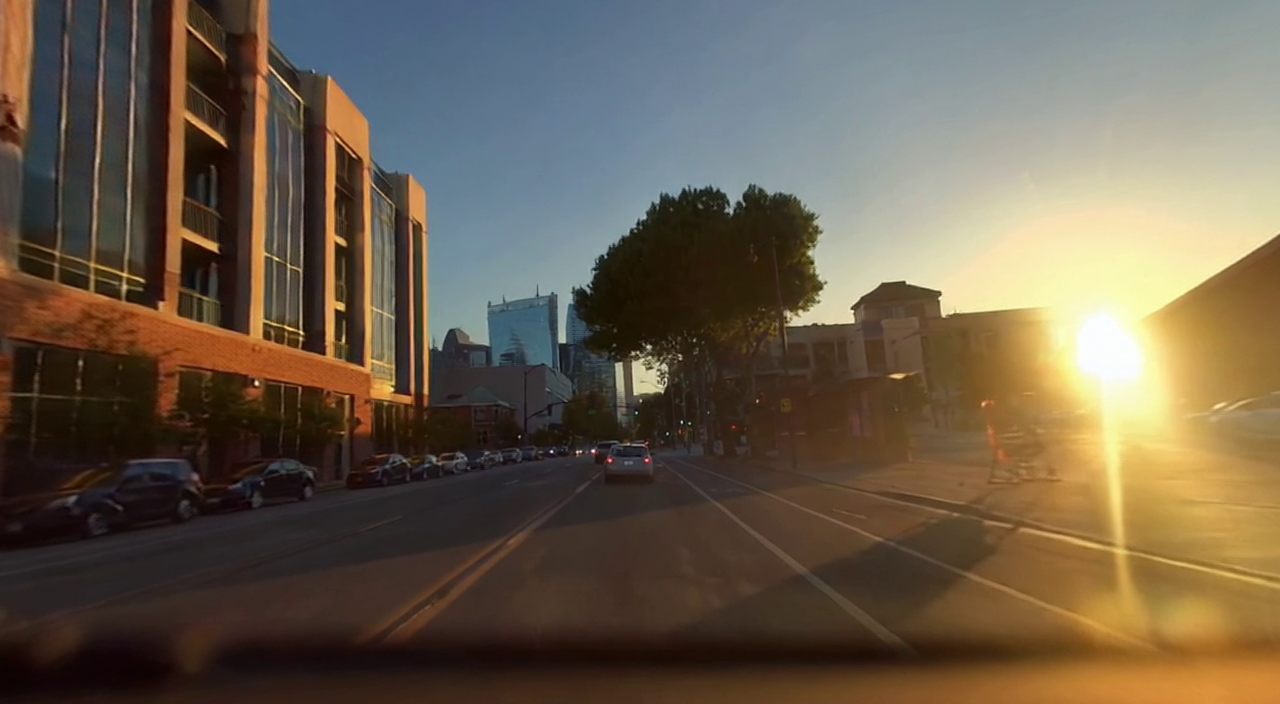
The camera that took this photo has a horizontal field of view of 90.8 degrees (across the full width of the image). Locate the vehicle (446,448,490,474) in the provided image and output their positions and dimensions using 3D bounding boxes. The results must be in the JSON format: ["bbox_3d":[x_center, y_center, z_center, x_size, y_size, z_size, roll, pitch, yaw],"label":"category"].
[{"bbox_3d":[-12.089,7.653,44.672,1.976,1.577,4.091,-4,-8,-1],"label":"vehicle"}]

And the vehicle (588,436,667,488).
[{"bbox_3d":[-0.370,3.482,20.389,2.269,1.479,3.980,0,-8,0],"label":"vehicle"}]

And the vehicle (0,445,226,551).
[{"bbox_3d":[-11.968,3.112,14.308,2.114,1.938,4.590,-1,-8,-2],"label":"vehicle"}]

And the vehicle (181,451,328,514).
[{"bbox_3d":[-11.887,3.996,19.902,1.881,1.686,4.451,0,-8,-1],"label":"vehicle"}]

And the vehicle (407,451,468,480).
[{"bbox_3d":[-11.766,6.578,37.063,1.991,1.507,4.879,0,-8,0],"label":"vehicle"}]

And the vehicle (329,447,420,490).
[{"bbox_3d":[-11.960,5.263,28.907,2.077,1.732,4.704,-1,-8,0],"label":"vehicle"}]
